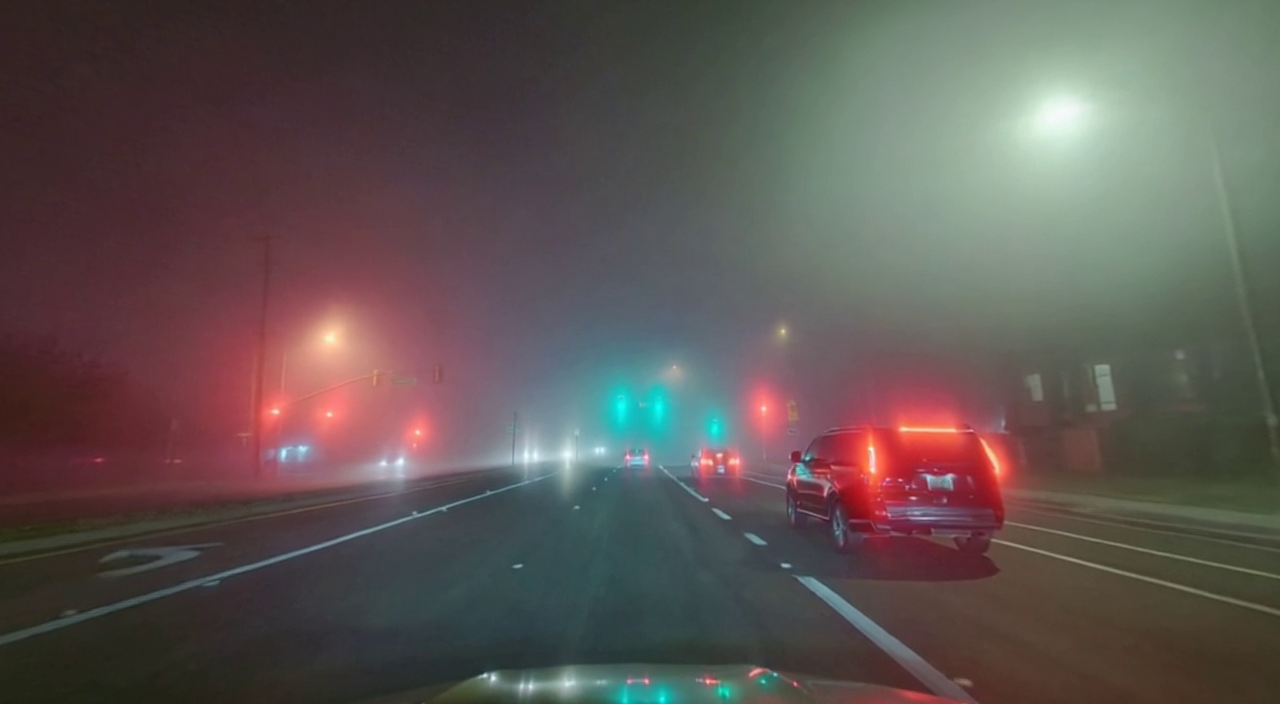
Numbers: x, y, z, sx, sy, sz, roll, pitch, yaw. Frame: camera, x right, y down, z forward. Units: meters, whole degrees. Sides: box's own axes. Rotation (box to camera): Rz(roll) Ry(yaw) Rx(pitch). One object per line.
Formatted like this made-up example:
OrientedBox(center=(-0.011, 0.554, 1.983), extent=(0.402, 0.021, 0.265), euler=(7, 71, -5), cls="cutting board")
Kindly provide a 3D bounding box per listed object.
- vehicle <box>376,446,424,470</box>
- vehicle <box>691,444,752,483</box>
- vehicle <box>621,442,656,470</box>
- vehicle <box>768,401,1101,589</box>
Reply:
OrientedBox(center=(-18.809, 8.334, 49.590), extent=(2.071, 1.746, 4.444), euler=(0, -9, -1), cls="vehicle")
OrientedBox(center=(3.194, 4.443, 25.382), extent=(1.889, 1.451, 4.180), euler=(0, -9, 0), cls="vehicle")
OrientedBox(center=(-0.129, 6.755, 40.974), extent=(2.146, 1.685, 4.003), euler=(0, -9, -1), cls="vehicle")
OrientedBox(center=(3.265, 1.703, 8.334), extent=(2.129, 1.761, 4.610), euler=(0, -9, 0), cls="vehicle")
